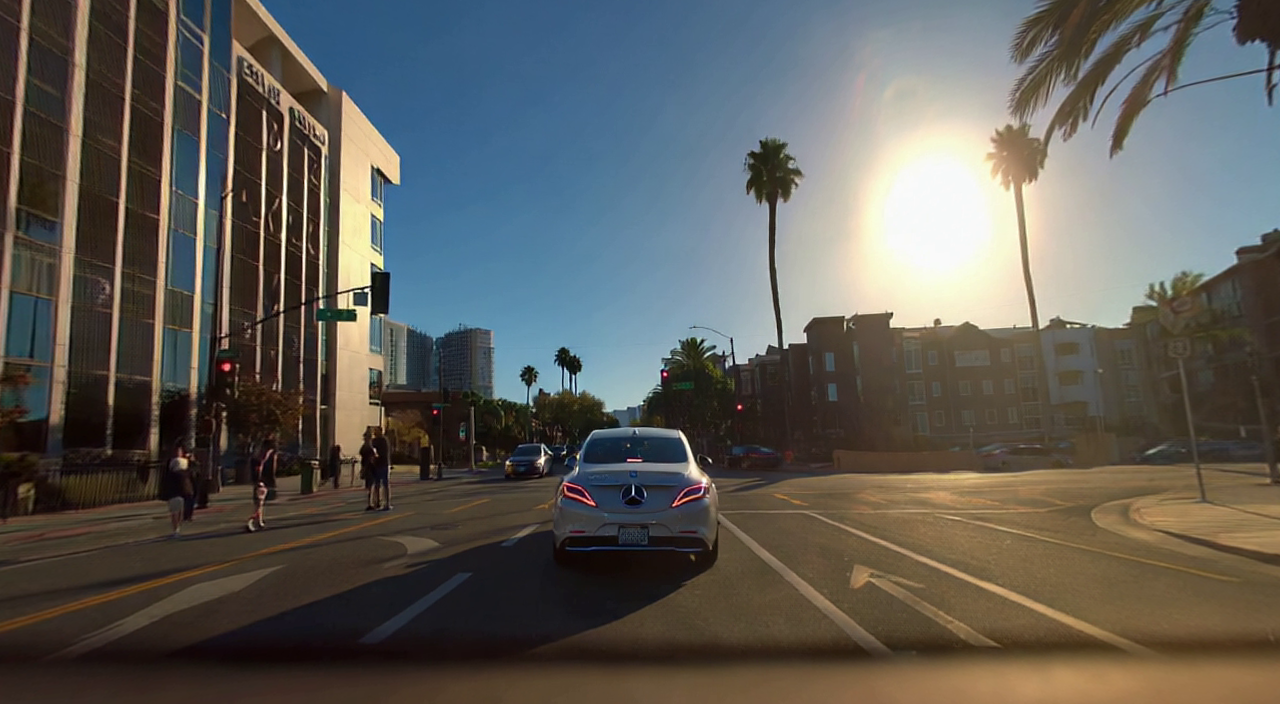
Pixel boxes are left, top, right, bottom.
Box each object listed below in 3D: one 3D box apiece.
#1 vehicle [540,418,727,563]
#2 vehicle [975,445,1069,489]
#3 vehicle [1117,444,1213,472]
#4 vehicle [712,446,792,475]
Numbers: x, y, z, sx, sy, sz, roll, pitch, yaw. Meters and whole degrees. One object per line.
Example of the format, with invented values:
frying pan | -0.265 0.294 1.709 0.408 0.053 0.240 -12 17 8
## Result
vehicle | -0.084 1.878 9.224 2.144 1.643 3.770 0 -8 0
vehicle | 15.300 4.512 25.215 4.118 1.593 2.004 7 -11 -42
vehicle | 32.152 6.470 38.773 4.234 1.613 1.812 0 -8 -1
vehicle | 6.952 6.728 39.439 4.494 1.704 1.976 -7 -11 39
